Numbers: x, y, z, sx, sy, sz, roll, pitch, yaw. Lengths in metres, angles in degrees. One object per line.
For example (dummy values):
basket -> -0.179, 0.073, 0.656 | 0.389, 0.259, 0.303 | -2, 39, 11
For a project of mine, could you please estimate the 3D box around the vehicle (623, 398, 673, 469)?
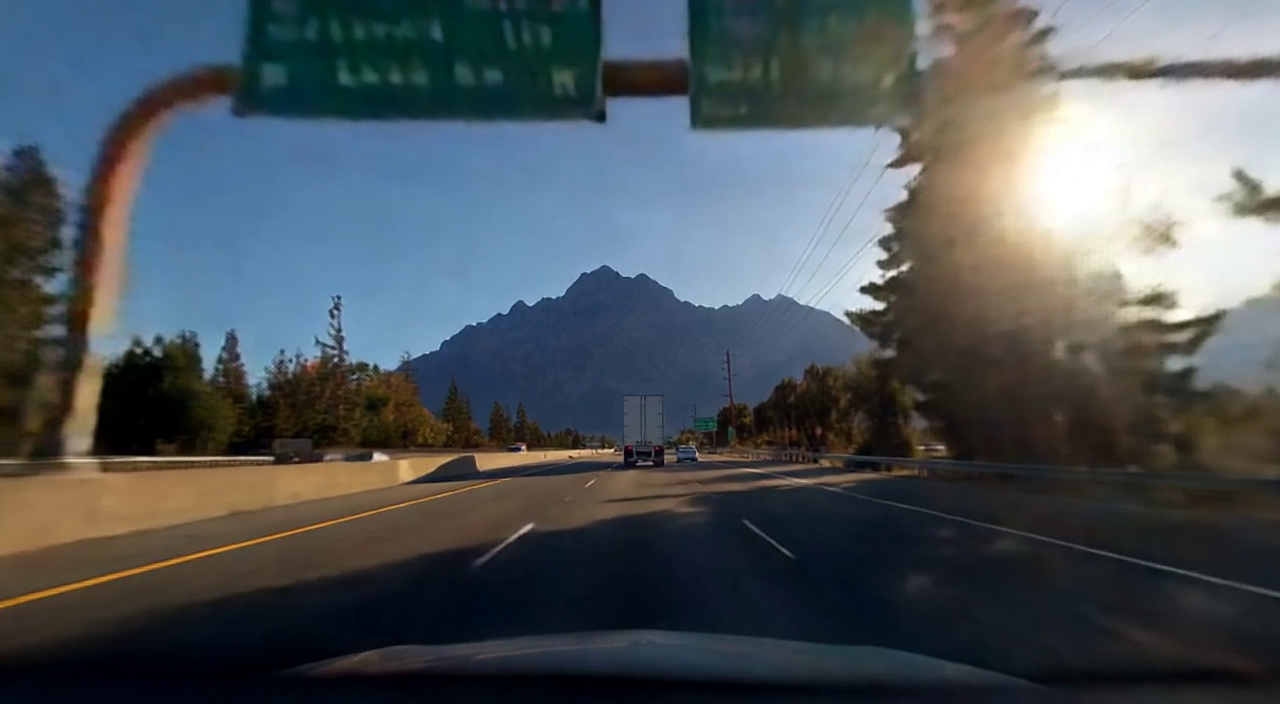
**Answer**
vehicle -> 0.363, 5.583, 42.324 | 2.919, 4.101, 11.541 | 0, -8, -1

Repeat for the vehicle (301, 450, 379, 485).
vehicle -> -16.220, 6.243, 34.398 | 1.875, 1.601, 4.906 | -3, -8, 0
